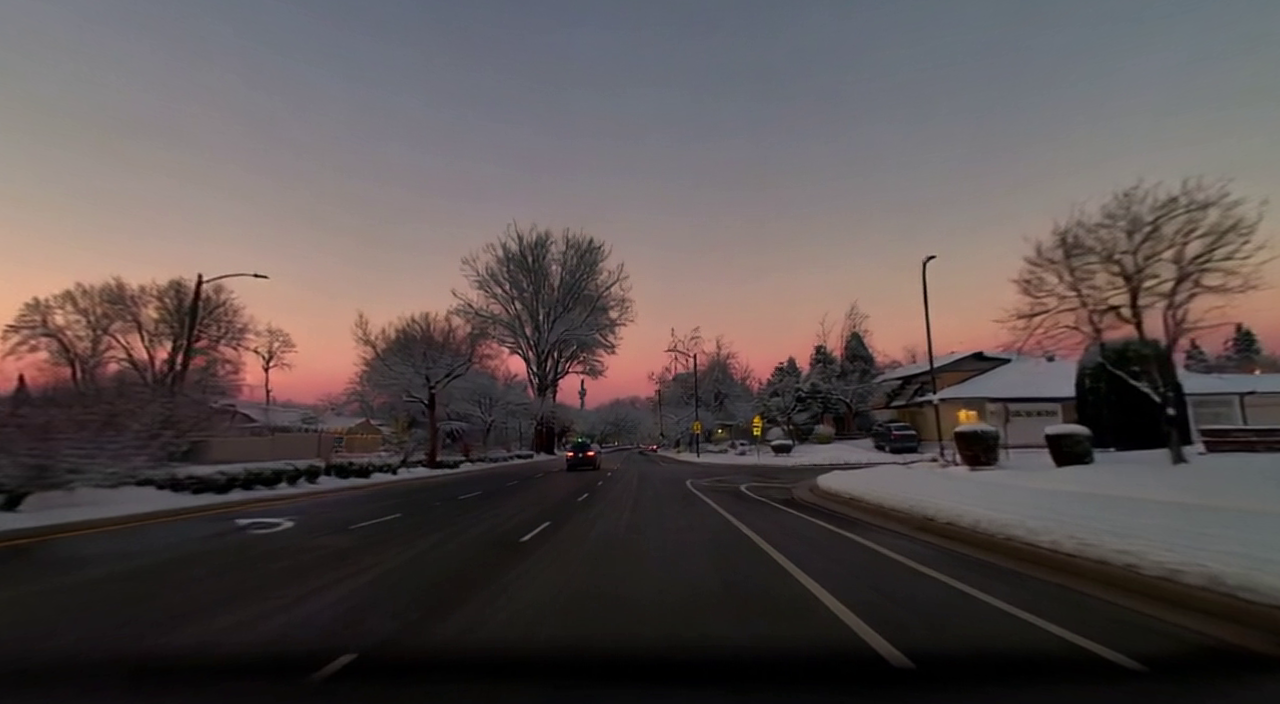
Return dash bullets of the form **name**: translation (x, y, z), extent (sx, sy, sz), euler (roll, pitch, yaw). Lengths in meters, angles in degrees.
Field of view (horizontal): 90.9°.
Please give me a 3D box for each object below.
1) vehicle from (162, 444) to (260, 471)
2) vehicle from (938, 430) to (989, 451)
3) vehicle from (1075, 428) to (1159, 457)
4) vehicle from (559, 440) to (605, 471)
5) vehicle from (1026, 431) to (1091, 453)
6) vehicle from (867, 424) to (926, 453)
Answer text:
- **vehicle**: translation (-33.095, 8.147, 48.697), extent (6.114, 1.988, 2.360), euler (-1, -8, 8)
- **vehicle**: translation (25.090, 6.896, 49.054), extent (1.988, 1.531, 4.270), euler (-1, -8, 5)
- **vehicle**: translation (32.795, 6.294, 43.564), extent (2.069, 1.825, 5.056), euler (0, -9, 4)
- **vehicle**: translation (-2.985, 5.472, 33.538), extent (2.075, 1.498, 4.730), euler (0, -8, -1)
- **vehicle**: translation (29.900, 6.482, 45.150), extent (1.763, 1.487, 4.181), euler (0, -8, 0)
- **vehicle**: translation (19.611, 6.703, 48.456), extent (2.162, 2.064, 5.616), euler (0, -8, 0)
